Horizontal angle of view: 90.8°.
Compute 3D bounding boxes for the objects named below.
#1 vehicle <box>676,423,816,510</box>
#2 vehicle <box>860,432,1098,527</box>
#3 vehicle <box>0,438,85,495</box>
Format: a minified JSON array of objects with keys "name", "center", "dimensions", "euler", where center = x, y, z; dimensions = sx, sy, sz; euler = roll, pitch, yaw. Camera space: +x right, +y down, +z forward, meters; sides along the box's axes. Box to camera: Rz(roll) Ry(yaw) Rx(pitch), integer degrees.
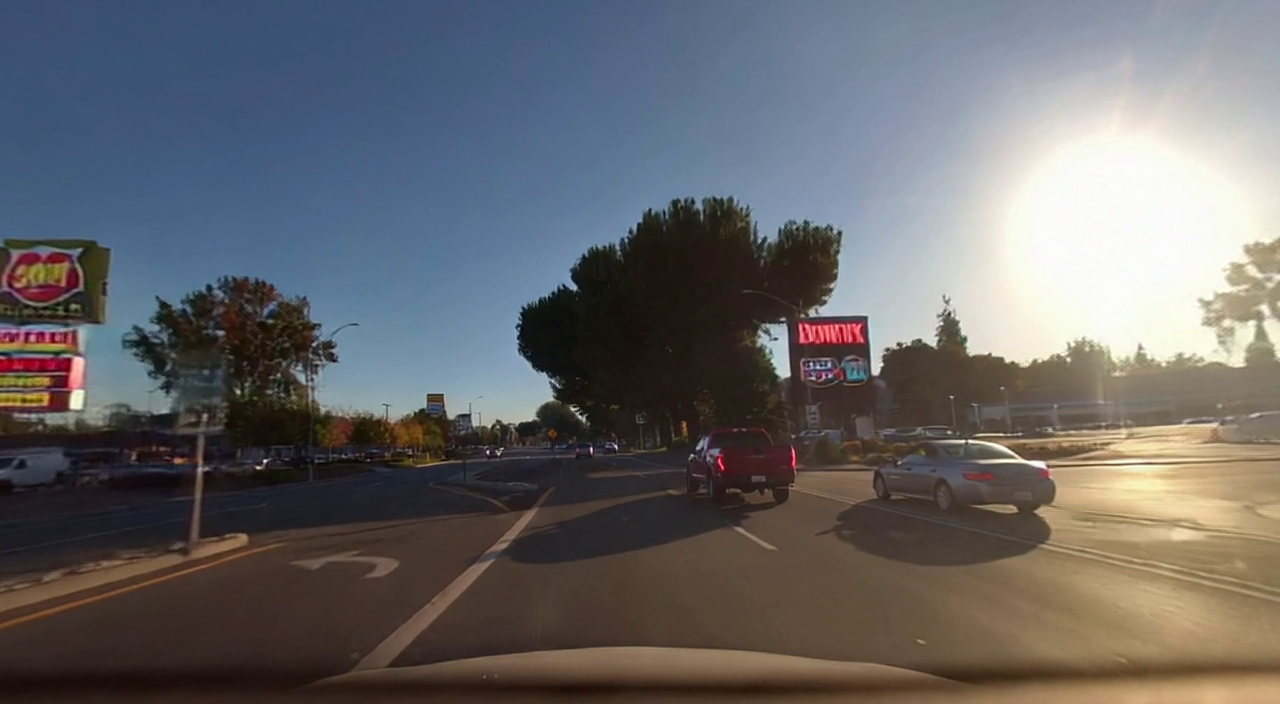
[{"name":"vehicle","center":[2.321,2.707,15.468],"dimensions":[2.214,1.749,4.998],"euler":[1,-8,-4]},{"name":"vehicle","center":[6.133,2.327,12.183],"dimensions":[1.986,1.480,4.296],"euler":[1,-8,-4]},{"name":"vehicle","center":[-31.274,5.646,31.514],"dimensions":[2.217,2.629,5.839],"euler":[1,-8,-7]}]
